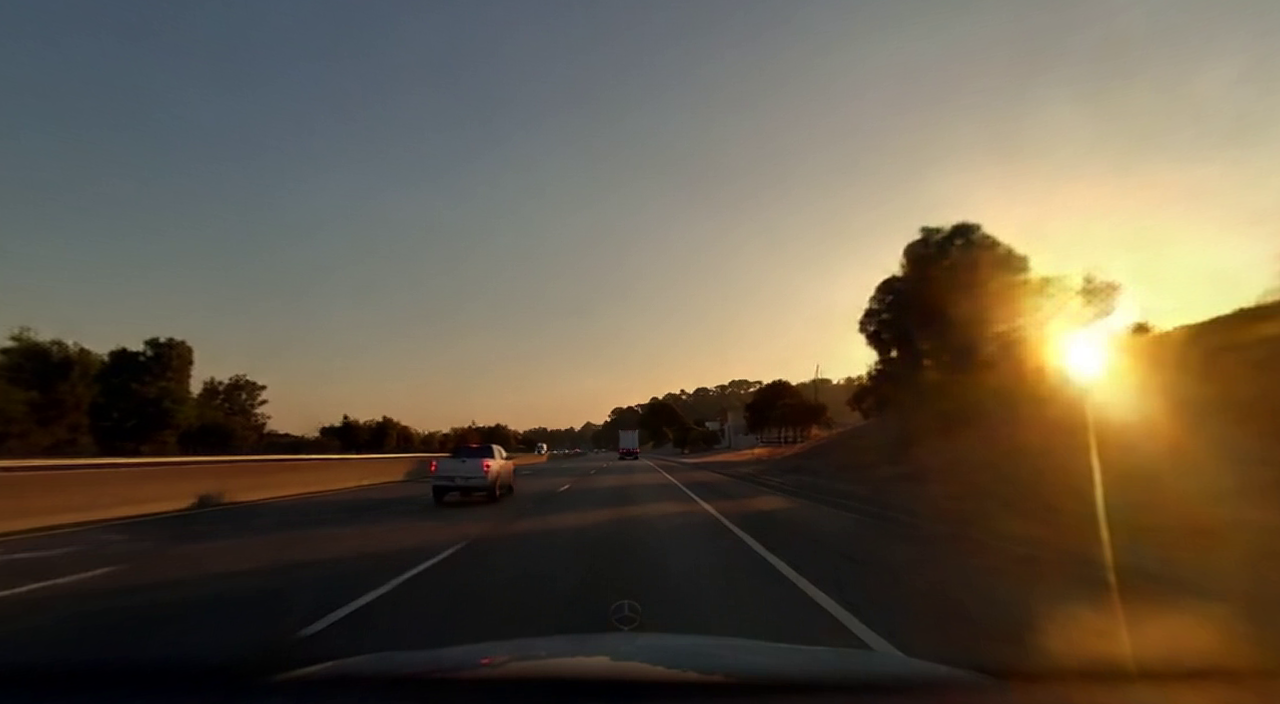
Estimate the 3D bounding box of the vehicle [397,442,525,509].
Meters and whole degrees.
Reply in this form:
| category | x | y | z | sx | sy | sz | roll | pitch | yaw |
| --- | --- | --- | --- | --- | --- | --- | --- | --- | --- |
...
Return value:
| category | x | y | z | sx | sy | sz | roll | pitch | yaw |
| --- | --- | --- | --- | --- | --- | --- | --- | --- | --- |
| vehicle | -4.734 | 3.324 | 17.601 | 2.108 | 1.573 | 5.000 | 0 | -9 | 0 |
